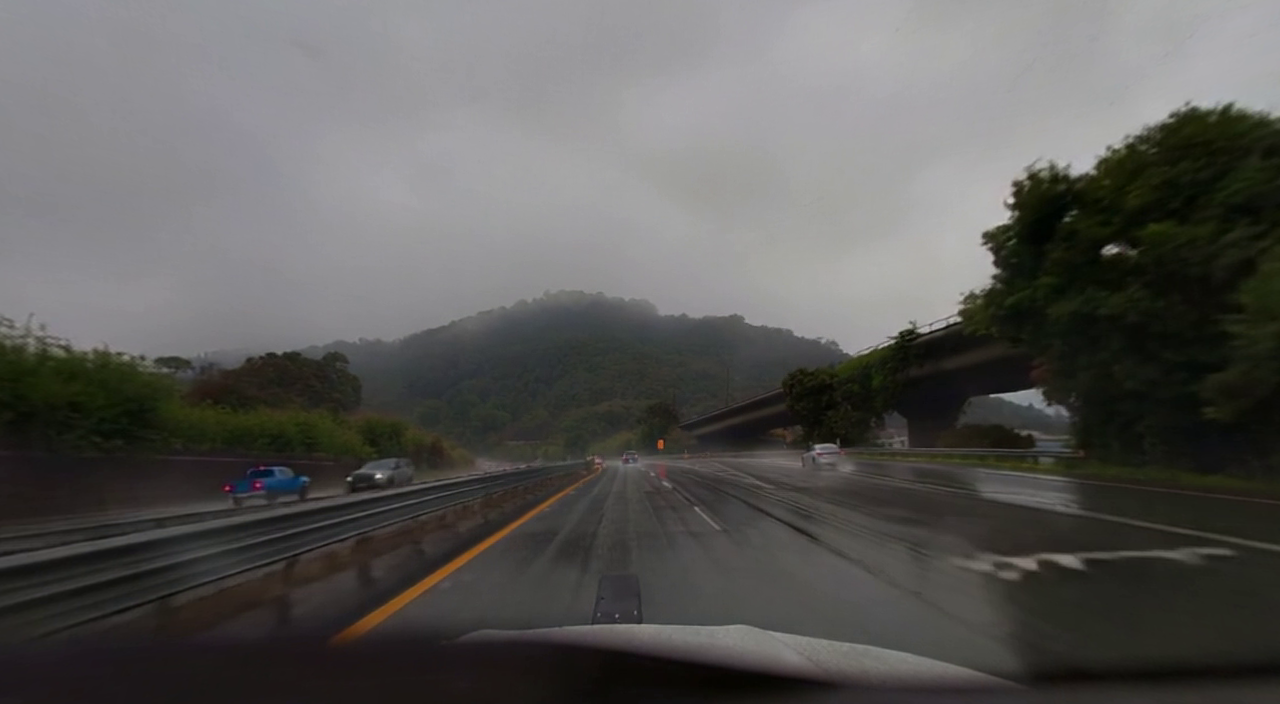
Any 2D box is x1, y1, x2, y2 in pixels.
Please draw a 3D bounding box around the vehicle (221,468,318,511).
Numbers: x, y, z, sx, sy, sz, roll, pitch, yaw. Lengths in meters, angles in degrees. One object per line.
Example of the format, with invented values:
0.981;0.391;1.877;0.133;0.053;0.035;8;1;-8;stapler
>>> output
-22.196;8.208;38.249;2.573;1.976;5.651;-5;-9;-1;vehicle
